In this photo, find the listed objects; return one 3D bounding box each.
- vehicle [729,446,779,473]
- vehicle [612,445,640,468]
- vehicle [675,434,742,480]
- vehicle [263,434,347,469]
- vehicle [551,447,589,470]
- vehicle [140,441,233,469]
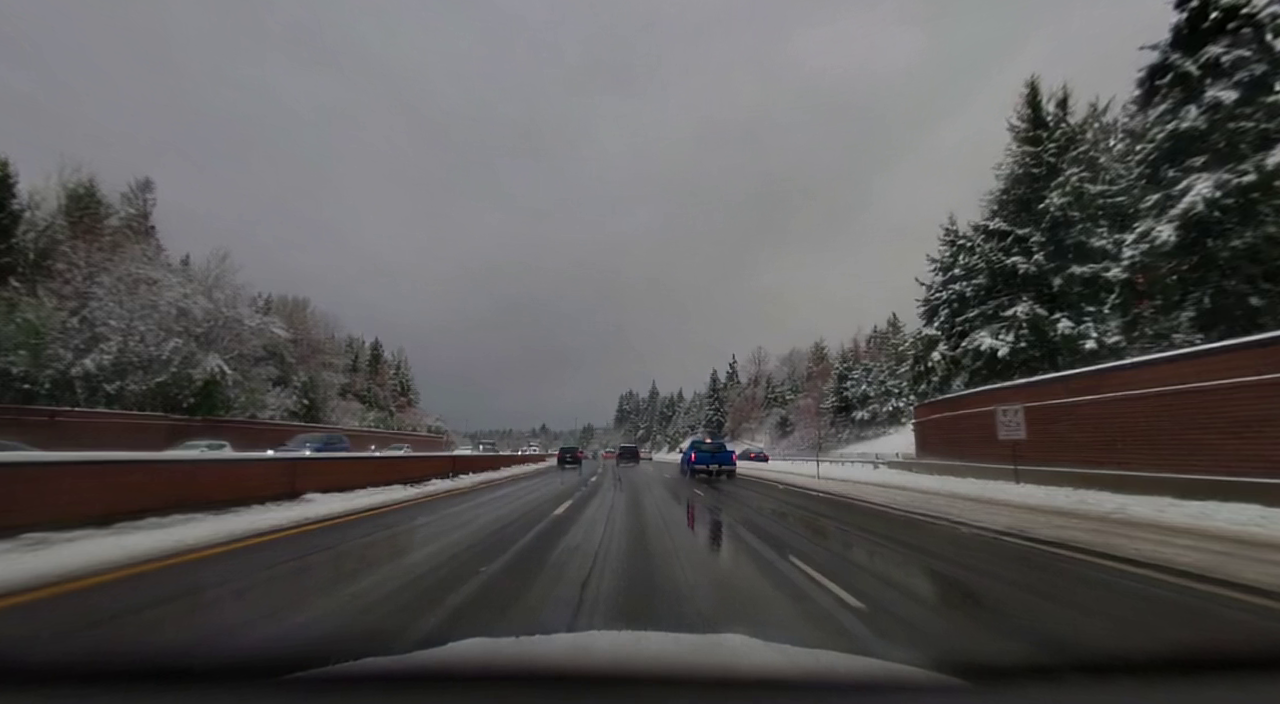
[{"bbox_3d":[6.944,6.569,38.790,1.976,1.485,4.925,0,-8,-2],"label":"vehicle"},{"bbox_3d":[-1.098,7.863,47.690,2.050,1.607,3.821,0,-8,-3],"label":"vehicle"},{"bbox_3d":[3.143,4.987,30.299,2.374,1.952,5.431,0,-8,-3],"label":"vehicle"},{"bbox_3d":[-18.165,5.408,34.482,2.110,1.792,4.738,0,-8,-2],"label":"vehicle"},{"bbox_3d":[-4.926,7.539,45.090,2.411,1.509,4.641,0,-8,-3],"label":"vehicle"},{"bbox_3d":[-26.135,5.947,36.579,1.966,1.484,4.897,0,-8,-3],"label":"vehicle"}]
